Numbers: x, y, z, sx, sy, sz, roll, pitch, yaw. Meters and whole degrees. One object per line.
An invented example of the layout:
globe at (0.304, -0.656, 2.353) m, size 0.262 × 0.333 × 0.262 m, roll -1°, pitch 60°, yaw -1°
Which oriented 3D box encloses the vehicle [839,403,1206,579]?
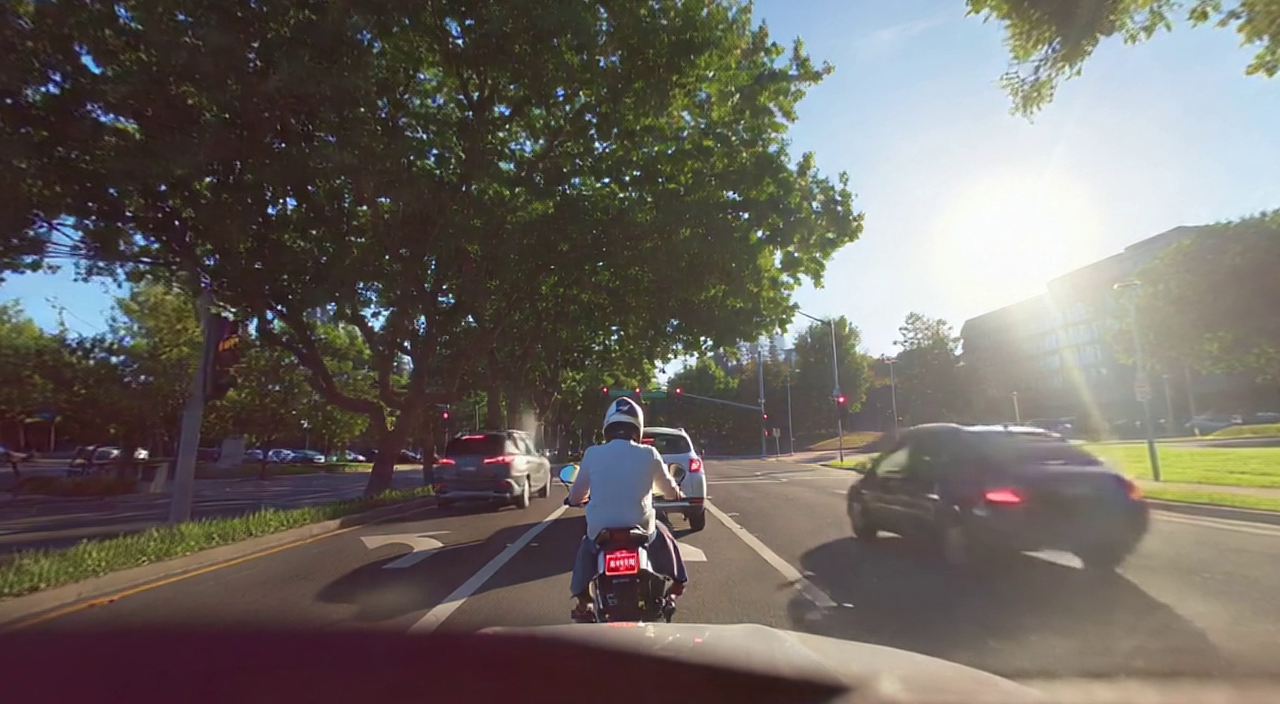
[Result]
vehicle at (4.334, 1.631, 8.207) m, size 2.075 × 1.661 × 4.229 m, roll 0°, pitch -8°, yaw 0°

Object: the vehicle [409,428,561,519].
vehicle at (-3.195, 2.622, 14.250) m, size 2.056 × 1.647 × 5.045 m, roll -1°, pitch -8°, yaw 1°

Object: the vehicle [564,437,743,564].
vehicle at (0.126, 2.059, 9.651) m, size 2.093 × 1.450 × 4.437 m, roll 0°, pitch -8°, yaw -1°
